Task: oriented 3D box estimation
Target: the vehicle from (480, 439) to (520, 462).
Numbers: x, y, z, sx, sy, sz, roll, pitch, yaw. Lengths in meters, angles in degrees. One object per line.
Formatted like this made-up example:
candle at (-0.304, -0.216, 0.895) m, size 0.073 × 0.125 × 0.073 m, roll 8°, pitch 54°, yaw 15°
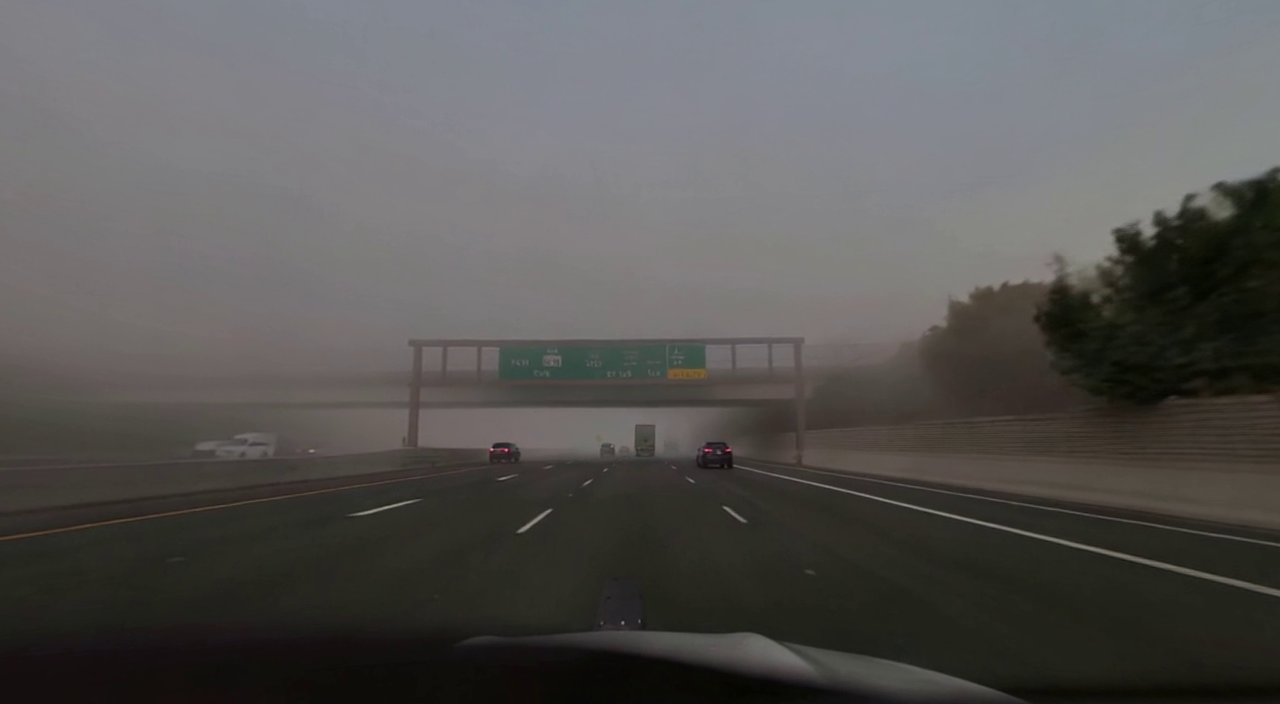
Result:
vehicle at (-10.791, 7.650, 48.773) m, size 1.998 × 1.712 × 4.671 m, roll 0°, pitch -8°, yaw 0°

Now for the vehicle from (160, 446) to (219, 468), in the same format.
vehicle at (-32.227, 7.490, 44.987) m, size 1.566 × 1.426 × 3.563 m, roll -2°, pitch -8°, yaw 1°

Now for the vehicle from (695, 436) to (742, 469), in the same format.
vehicle at (4.170, 5.430, 34.020) m, size 2.046 × 1.655 × 4.143 m, roll 0°, pitch -8°, yaw 0°
